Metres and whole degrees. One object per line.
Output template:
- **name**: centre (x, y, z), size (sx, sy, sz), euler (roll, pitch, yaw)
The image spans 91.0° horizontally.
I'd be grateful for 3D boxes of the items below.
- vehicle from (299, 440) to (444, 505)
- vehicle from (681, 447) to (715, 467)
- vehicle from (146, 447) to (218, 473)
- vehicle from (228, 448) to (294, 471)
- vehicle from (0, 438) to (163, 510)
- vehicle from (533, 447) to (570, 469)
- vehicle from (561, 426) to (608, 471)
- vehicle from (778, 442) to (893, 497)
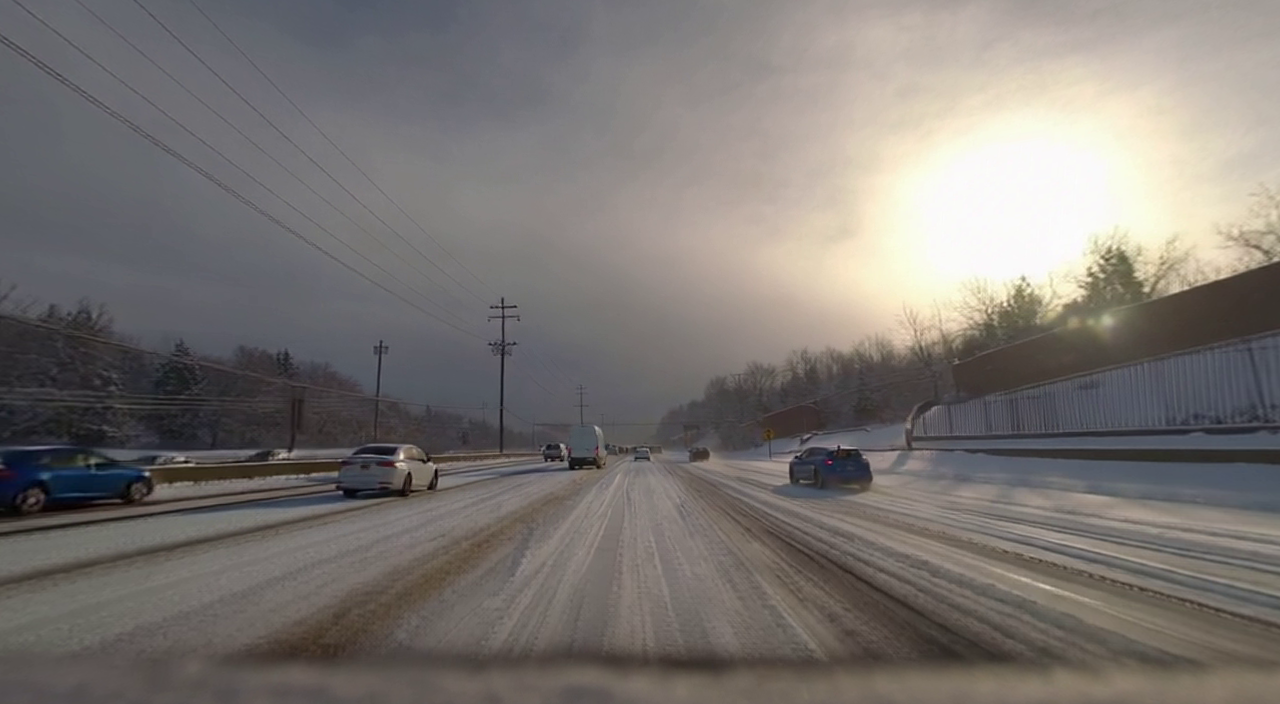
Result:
- **vehicle**: centre (-7.107, 3.209, 17.275), size (1.967, 1.525, 4.458), euler (0, -9, 1)
- **vehicle**: centre (4.425, 8.033, 48.364), size (2.095, 1.504, 4.536), euler (0, -9, -1)
- **vehicle**: centre (-32.923, 7.773, 45.423), size (2.039, 1.759, 4.072), euler (0, -9, 2)
- **vehicle**: centre (-29.089, 8.242, 48.544), size (2.070, 1.690, 4.801), euler (0, -9, 1)
- **vehicle**: centre (-14.922, 2.970, 15.714), size (2.039, 1.538, 5.037), euler (0, -9, 1)
- **vehicle**: centre (-6.387, 7.662, 45.874), size (1.944, 1.490, 4.442), euler (0, -9, 1)
- **vehicle**: centre (-3.454, 6.205, 40.529), size (2.395, 2.660, 5.827), euler (0, -9, 1)
- **vehicle**: centre (5.846, 3.547, 19.461), size (2.052, 1.470, 4.364), euler (0, -9, -2)
